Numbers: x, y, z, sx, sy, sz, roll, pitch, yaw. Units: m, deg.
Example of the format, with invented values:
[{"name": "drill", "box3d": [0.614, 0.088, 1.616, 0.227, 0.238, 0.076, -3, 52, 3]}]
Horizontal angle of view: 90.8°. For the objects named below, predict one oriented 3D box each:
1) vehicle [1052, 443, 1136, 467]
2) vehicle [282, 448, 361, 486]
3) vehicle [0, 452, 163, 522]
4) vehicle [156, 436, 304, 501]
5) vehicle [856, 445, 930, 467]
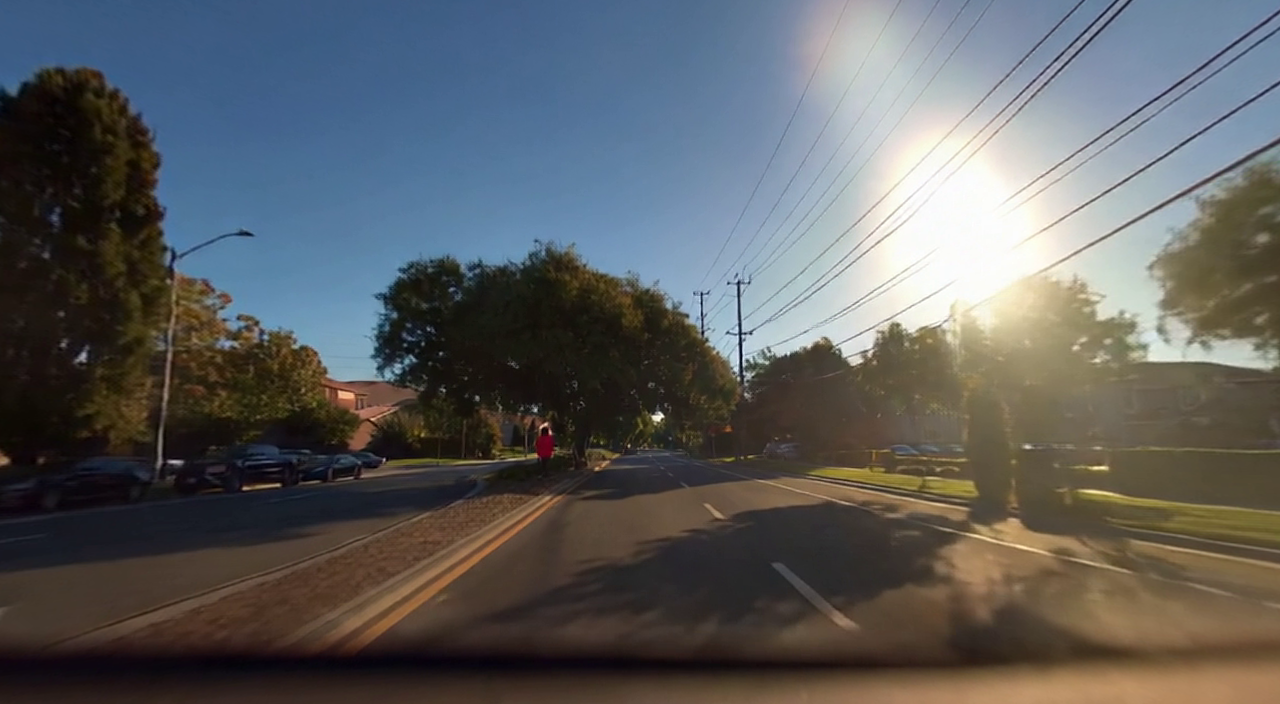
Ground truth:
[{"name": "vehicle", "box3d": [33.168, 7.541, 46.353, 1.974, 1.647, 4.721, 2, -9, -15]}, {"name": "vehicle", "box3d": [-15.431, 5.553, 30.876, 2.106, 1.517, 4.632, -3, -8, -9]}, {"name": "vehicle", "box3d": [-15.205, 3.377, 16.382, 2.058, 1.479, 4.519, 0, -8, 1]}, {"name": "vehicle", "box3d": [-15.106, 4.274, 23.729, 2.298, 1.979, 4.920, -5, -9, 0]}, {"name": "vehicle", "box3d": [17.516, 7.184, 43.827, 4.246, 1.427, 2.055, 0, -8, 0]}]
